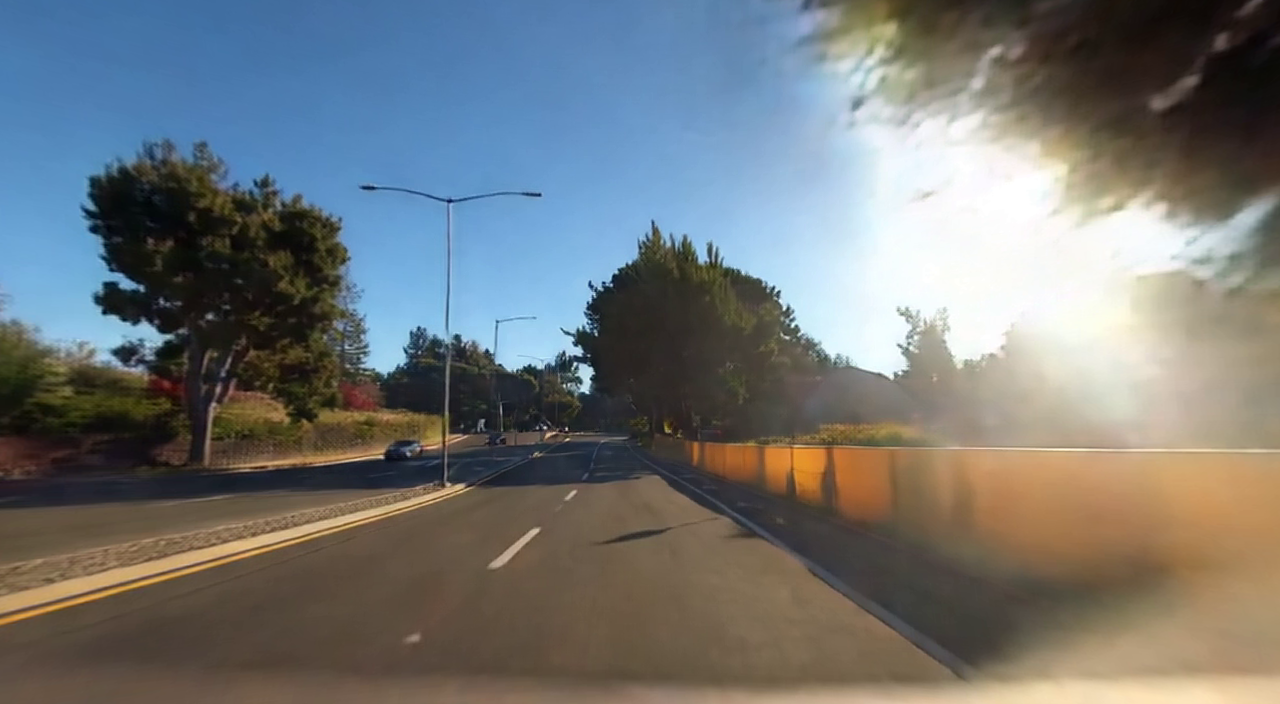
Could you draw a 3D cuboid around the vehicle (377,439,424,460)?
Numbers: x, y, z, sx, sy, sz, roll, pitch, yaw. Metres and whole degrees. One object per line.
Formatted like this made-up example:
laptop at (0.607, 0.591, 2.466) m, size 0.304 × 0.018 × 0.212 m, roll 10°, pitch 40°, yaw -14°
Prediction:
vehicle at (-18.497, 7.574, 49.018) m, size 1.892 × 1.521 × 4.641 m, roll 0°, pitch -9°, yaw -1°
